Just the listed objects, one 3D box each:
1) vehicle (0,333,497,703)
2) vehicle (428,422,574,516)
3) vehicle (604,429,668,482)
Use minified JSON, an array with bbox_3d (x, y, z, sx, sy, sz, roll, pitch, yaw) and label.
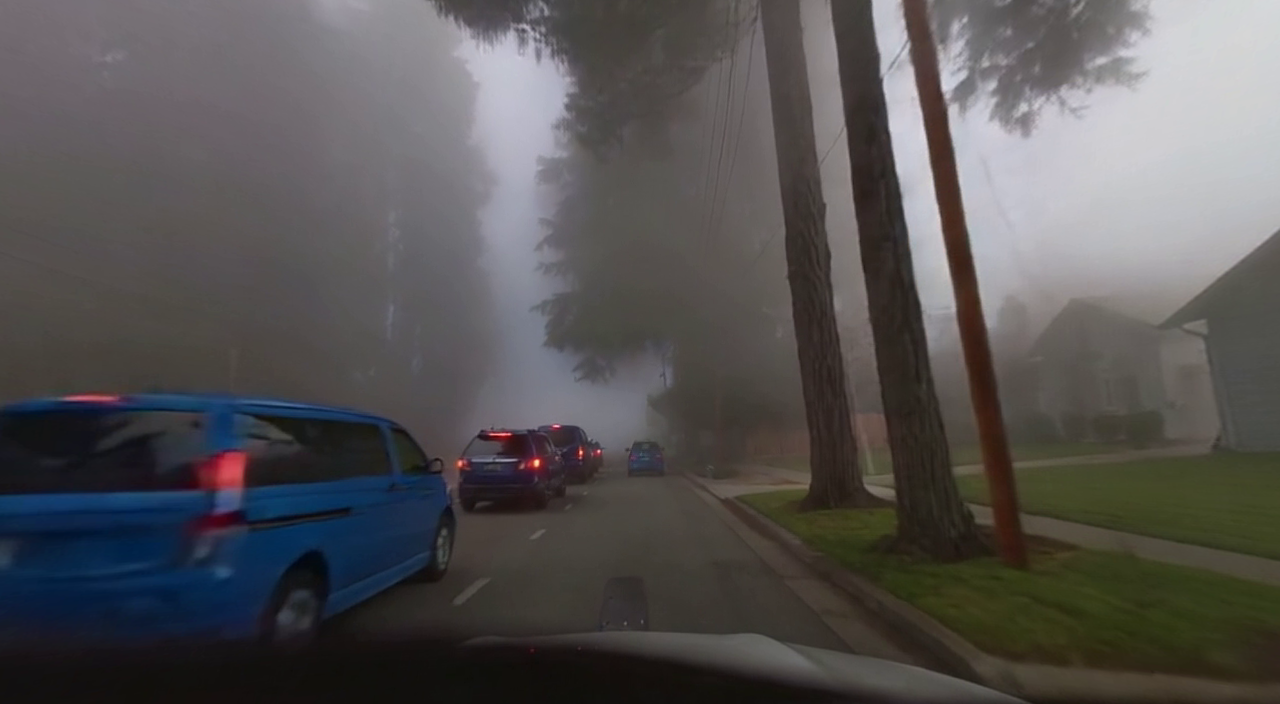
[{"bbox_3d":[-2.653,1.126,4.538,2.157,1.765,4.303,-1,-9,1],"label":"vehicle"},{"bbox_3d":[-2.808,2.496,13.886,2.105,1.709,4.251,-1,-9,2],"label":"vehicle"},{"bbox_3d":[-0.143,3.700,22.728,2.120,1.718,3.909,0,-9,0],"label":"vehicle"}]
